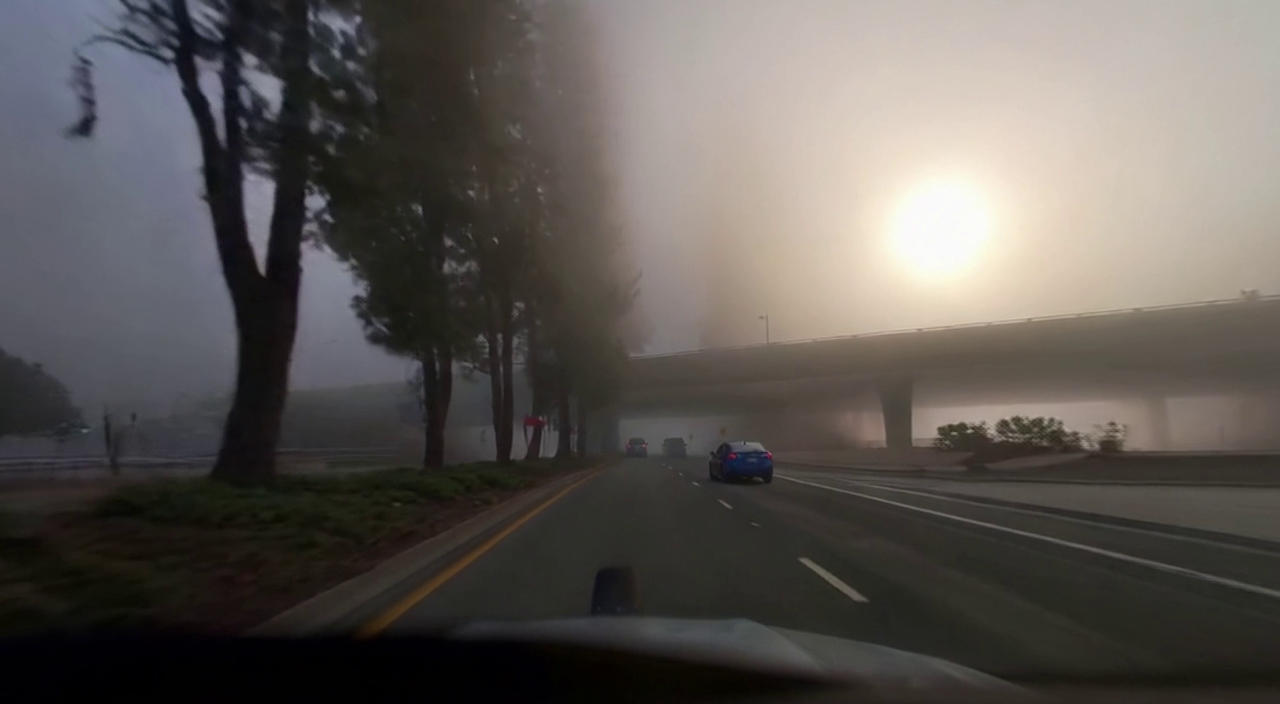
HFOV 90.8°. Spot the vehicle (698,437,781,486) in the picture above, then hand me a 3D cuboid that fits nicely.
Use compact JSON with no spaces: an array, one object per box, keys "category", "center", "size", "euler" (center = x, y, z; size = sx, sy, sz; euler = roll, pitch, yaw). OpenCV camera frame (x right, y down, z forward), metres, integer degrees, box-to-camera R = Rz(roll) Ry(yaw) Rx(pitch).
[{"category":"vehicle","center":[3.291,3.727,21.867],"size":[2.062,1.484,4.332],"euler":[0,-8,-1]}]
